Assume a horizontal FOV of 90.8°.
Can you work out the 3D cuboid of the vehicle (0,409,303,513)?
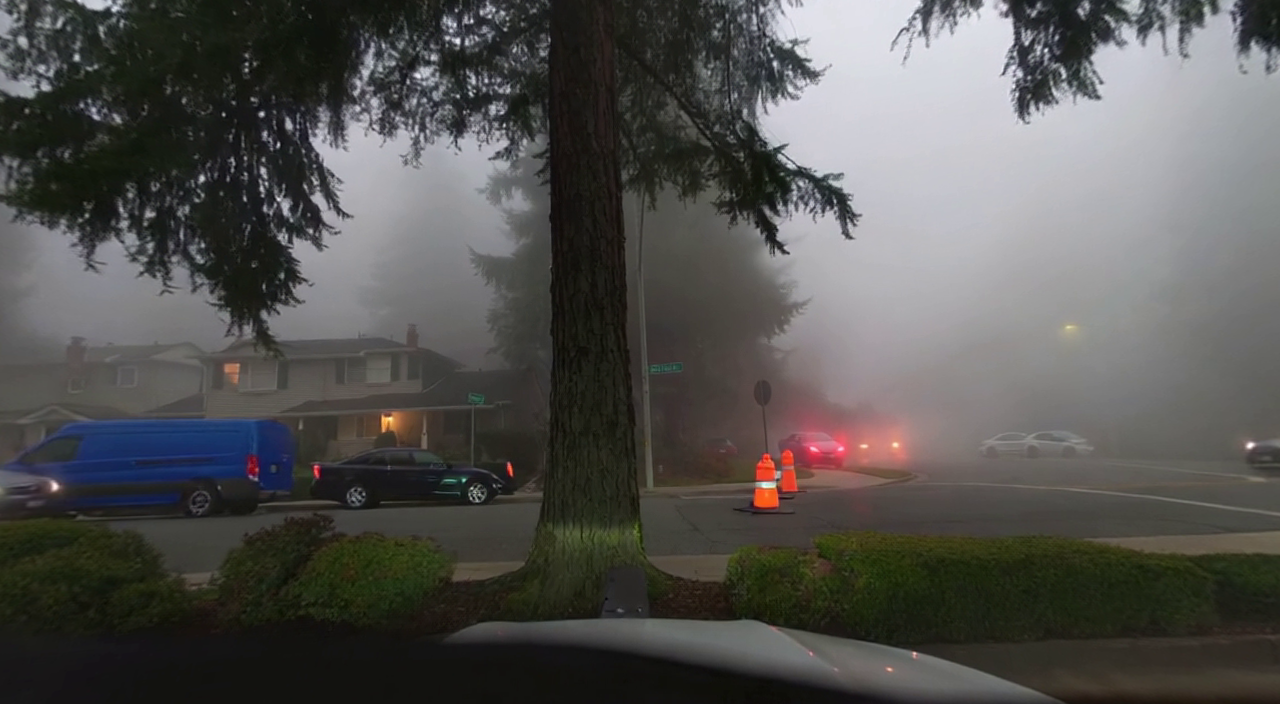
[{"bbox_3d":[-14.052,3.040,17.449,7.824,2.323,2.863,-3,-10,-2],"label":"vehicle"}]

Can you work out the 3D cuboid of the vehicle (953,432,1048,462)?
[{"bbox_3d":[23.682,6.246,41.577,4.984,1.912,2.132,1,-8,-6],"label":"vehicle"}]

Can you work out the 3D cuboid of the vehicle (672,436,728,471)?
[{"bbox_3d":[2.596,4.531,28.372,1.745,1.461,4.074,1,-9,-6],"label":"vehicle"}]

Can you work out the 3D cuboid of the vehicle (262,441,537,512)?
[{"bbox_3d":[-6.386,3.415,17.831,6.643,1.777,2.925,1,-9,-6],"label":"vehicle"}]

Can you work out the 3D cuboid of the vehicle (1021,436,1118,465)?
[{"bbox_3d":[22.776,5.221,33.558,3.863,1.453,1.826,1,-8,-5],"label":"vehicle"}]

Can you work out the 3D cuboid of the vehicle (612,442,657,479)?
[{"bbox_3d":[-0.302,4.755,27.931,1.648,1.430,3.654,4,-9,-4],"label":"vehicle"}]

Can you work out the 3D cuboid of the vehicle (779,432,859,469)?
[{"bbox_3d":[8.065,4.499,28.943,1.893,1.529,4.422,1,-9,-7],"label":"vehicle"}]

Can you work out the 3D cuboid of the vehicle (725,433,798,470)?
[{"bbox_3d":[5.346,4.463,28.489,2.007,1.555,4.204,1,-9,-7],"label":"vehicle"}]
